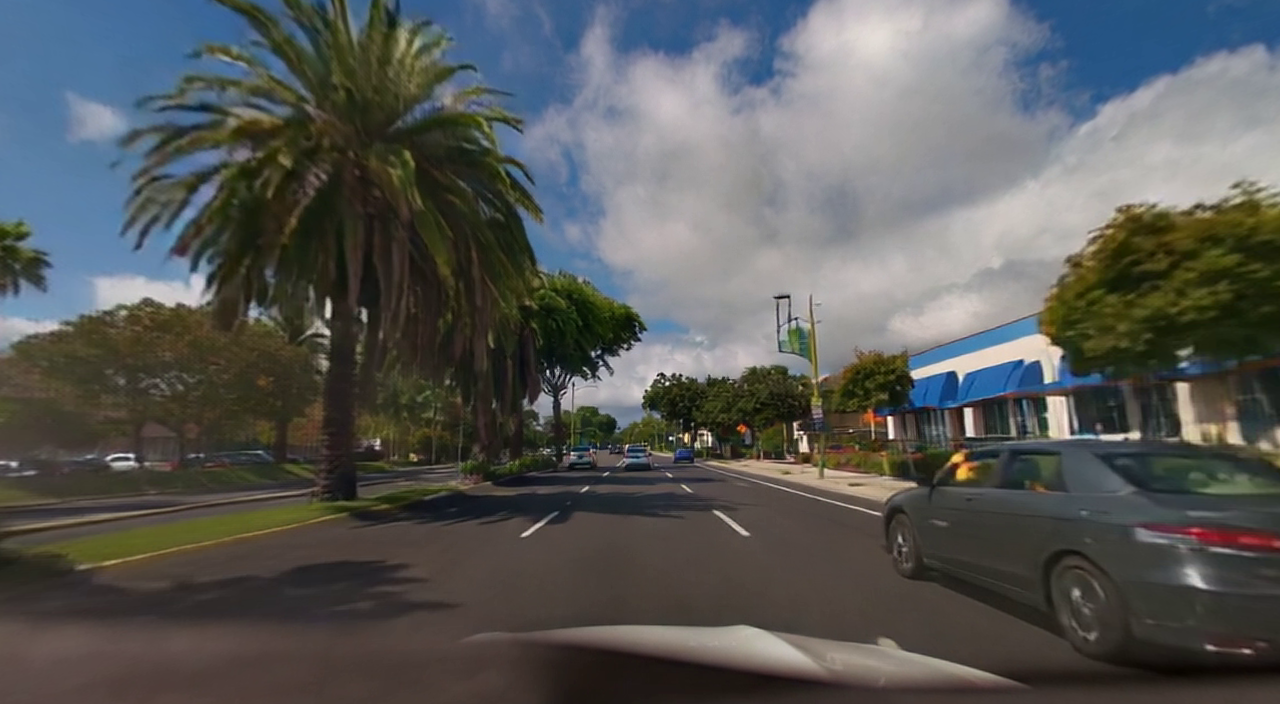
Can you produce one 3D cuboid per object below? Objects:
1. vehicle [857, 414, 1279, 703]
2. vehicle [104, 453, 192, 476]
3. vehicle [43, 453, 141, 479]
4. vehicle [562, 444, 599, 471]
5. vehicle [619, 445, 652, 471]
[{"bbox_3d":[3.590,1.355,4.896,2.090,1.503,4.566,0,-9,-1],"label":"vehicle"},{"bbox_3d":[-35.089,7.995,45.166,4.515,1.552,2.036,0,-9,-1],"label":"vehicle"},{"bbox_3d":[-34.698,7.206,40.061,4.277,1.537,1.942,0,-9,-3],"label":"vehicle"},{"bbox_3d":[-4.055,7.276,43.645,2.071,1.744,4.500,0,-9,0],"label":"vehicle"},{"bbox_3d":[-0.317,7.086,42.299,2.102,1.653,3.698,0,-9,-2],"label":"vehicle"}]
